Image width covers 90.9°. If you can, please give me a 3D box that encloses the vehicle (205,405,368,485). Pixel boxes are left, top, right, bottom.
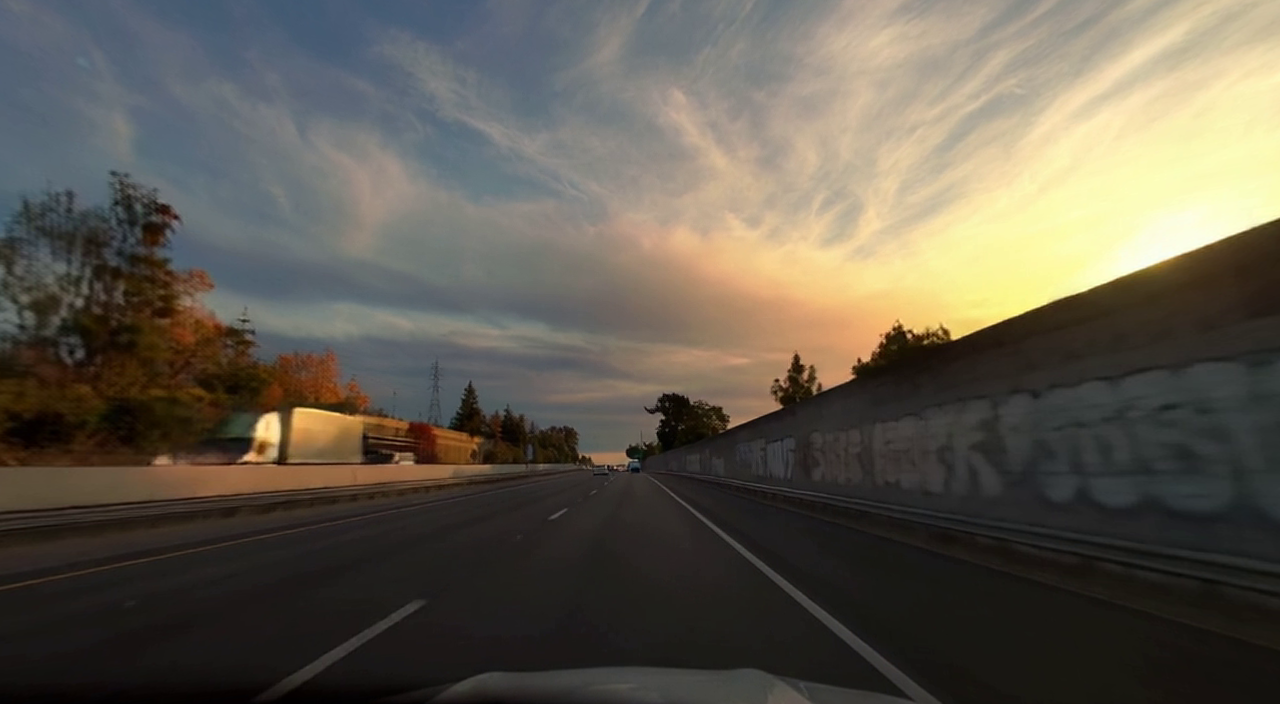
[{"bbox_3d":[-18.072,5.078,33.342,2.966,3.569,9.541,1,-11,0],"label":"vehicle"}]

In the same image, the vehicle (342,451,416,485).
[{"bbox_3d":[-13.590,6.099,33.152,1.925,1.610,4.426,1,-11,1],"label":"vehicle"}]
